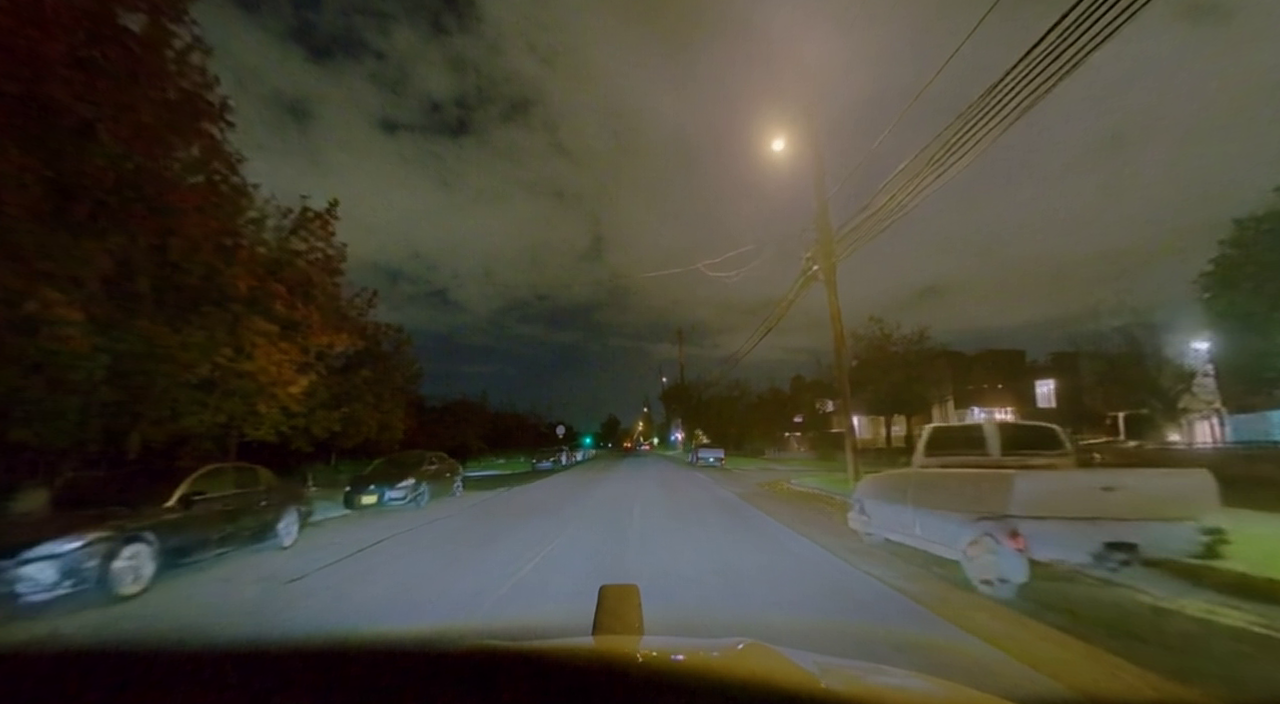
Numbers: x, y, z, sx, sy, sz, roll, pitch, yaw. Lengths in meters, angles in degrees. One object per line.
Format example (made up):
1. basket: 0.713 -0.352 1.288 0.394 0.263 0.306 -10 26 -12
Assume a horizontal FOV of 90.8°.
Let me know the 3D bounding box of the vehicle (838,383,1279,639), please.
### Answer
1. vehicle: 3.821 1.387 6.523 2.108 1.719 4.339 0 -8 0

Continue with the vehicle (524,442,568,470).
1. vehicle: -6.049 6.755 41.313 2.094 1.433 5.740 -4 -7 -2

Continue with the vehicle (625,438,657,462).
1. vehicle: 0.038 6.663 42.982 2.062 1.509 4.305 0 -8 -1

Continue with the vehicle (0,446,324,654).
1. vehicle: -5.971 1.987 7.518 1.930 1.456 4.965 -3 -7 0

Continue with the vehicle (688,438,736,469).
1. vehicle: 3.992 5.708 35.841 2.144 1.572 5.026 0 -8 0

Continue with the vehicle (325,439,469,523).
1. vehicle: -6.009 3.160 16.328 1.769 1.572 4.990 -4 -6 0
